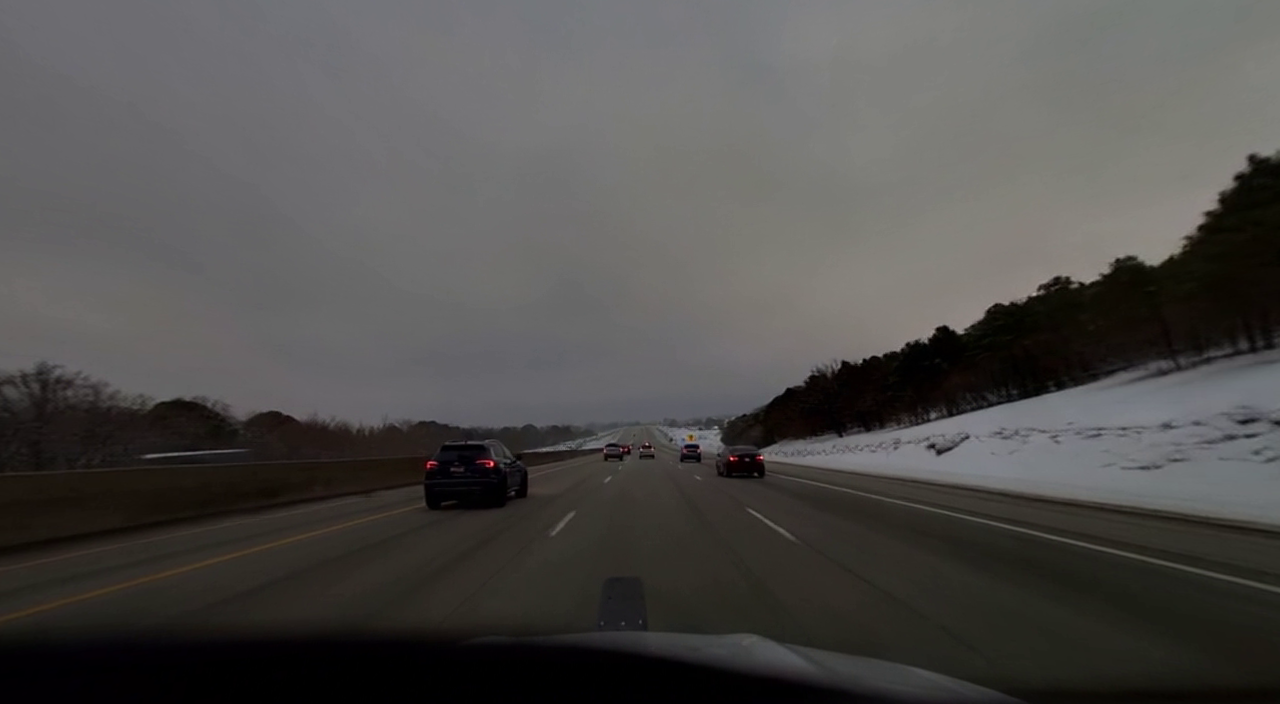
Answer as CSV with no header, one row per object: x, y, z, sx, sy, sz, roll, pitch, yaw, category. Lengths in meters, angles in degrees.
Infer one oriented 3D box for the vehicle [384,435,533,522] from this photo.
-3.558,2.543,13.210,1.910,1.521,3.930,0,-8,1,vehicle

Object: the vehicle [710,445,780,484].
3.886,4.199,23.862,1.976,1.352,3.602,0,-8,-1,vehicle
